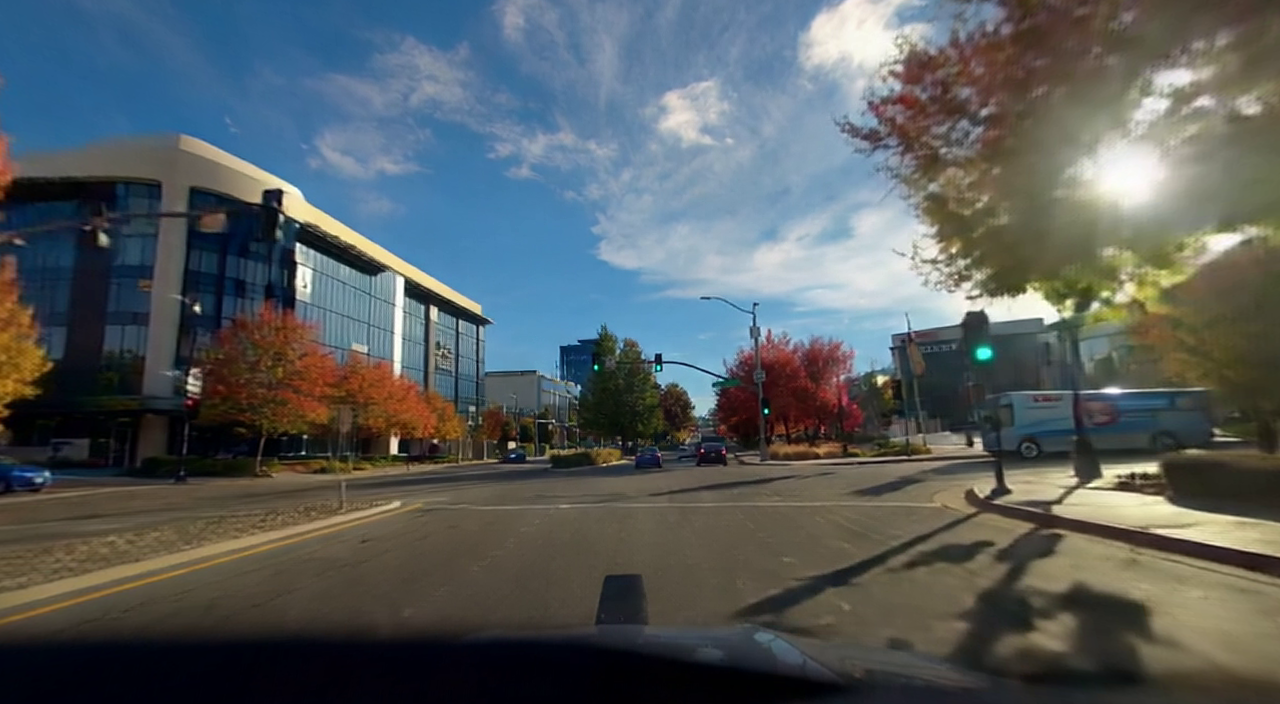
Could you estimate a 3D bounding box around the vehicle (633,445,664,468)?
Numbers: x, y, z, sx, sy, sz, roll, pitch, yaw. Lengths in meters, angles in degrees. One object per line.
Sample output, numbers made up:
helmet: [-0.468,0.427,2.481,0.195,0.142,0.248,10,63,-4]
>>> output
vehicle: [0.647,7.435,45.030,2.014,1.525,4.197,0,-9,3]

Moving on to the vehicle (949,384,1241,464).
vehicle: [21.139,3.459,29.982,10.893,3.534,3.195,-1,-9,5]

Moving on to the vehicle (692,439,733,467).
vehicle: [4.796,6.756,42.371,2.174,1.749,4.739,0,-9,-1]
